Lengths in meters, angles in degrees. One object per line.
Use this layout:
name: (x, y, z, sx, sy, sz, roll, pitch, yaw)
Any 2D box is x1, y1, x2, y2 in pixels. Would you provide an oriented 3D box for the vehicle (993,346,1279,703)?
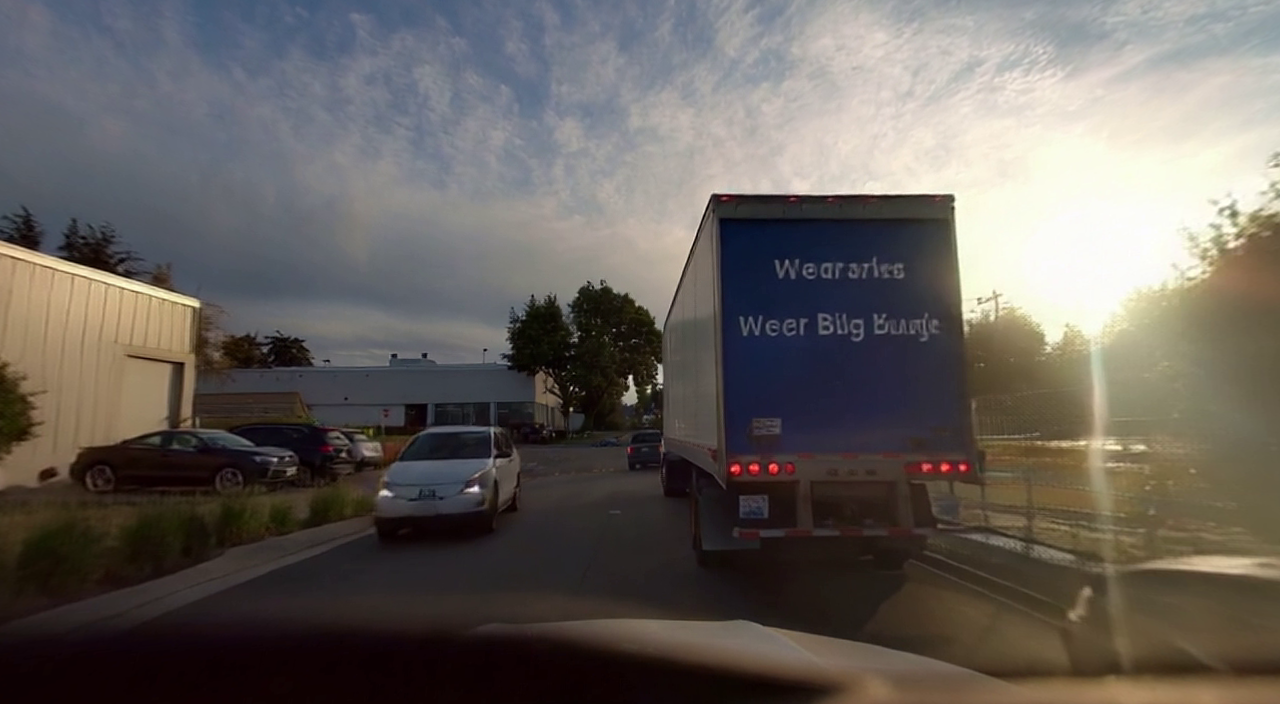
vehicle: (2.442, 0.658, 0.737, 1.866, 1.531, 3.579, 0, -8, -2)

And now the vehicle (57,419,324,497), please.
vehicle: (-9.106, 2.176, 13.129, 4.015, 1.461, 1.903, 1, -8, -5)

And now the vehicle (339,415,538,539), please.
vehicle: (-2.779, 1.797, 9.718, 1.780, 1.488, 4.043, 0, -8, -1)

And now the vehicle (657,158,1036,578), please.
vehicle: (2.137, 1.058, 13.325, 2.865, 4.113, 14.471, 0, -8, -1)
